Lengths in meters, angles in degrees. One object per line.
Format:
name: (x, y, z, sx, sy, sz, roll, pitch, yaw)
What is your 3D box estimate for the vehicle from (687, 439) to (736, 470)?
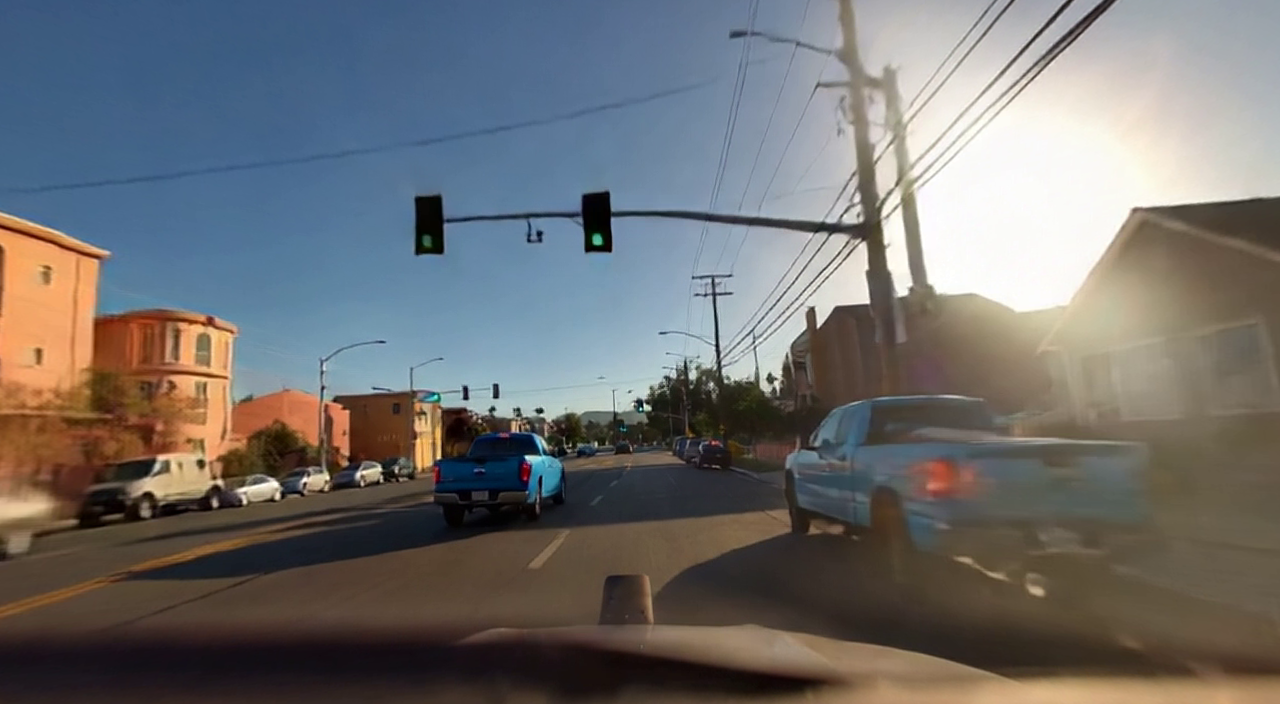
vehicle: (3.703, 5.399, 33.265, 2.012, 1.491, 4.333, 0, -8, 0)

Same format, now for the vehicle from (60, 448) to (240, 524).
vehicle: (-19.200, 5.180, 25.239, 2.159, 2.586, 5.899, -1, -8, 3)

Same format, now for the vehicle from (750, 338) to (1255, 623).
vehicle: (3.120, 1.383, 7.806, 2.415, 2.004, 6.589, 0, -8, 1)

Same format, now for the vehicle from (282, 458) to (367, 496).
vehicle: (-15.431, 6.102, 31.090, 2.026, 1.617, 3.933, -1, -8, 2)

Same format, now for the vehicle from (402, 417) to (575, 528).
vehicle: (-2.903, 2.472, 13.601, 2.242, 1.890, 5.306, -1, -8, 2)
